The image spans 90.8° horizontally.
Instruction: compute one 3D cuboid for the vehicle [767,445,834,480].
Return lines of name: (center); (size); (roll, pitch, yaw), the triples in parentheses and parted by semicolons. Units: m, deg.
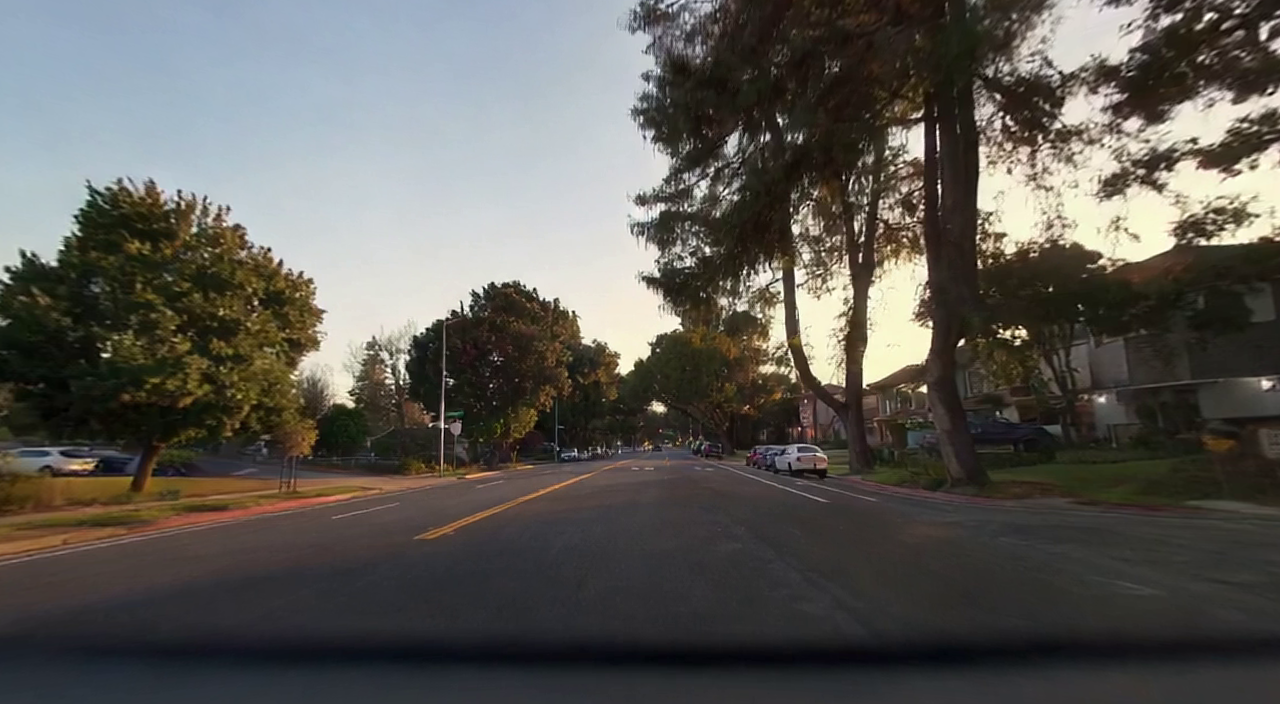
vehicle: (7.256, 5.022, 29.067); (1.940, 1.481, 4.650); (0, -9, 1)
